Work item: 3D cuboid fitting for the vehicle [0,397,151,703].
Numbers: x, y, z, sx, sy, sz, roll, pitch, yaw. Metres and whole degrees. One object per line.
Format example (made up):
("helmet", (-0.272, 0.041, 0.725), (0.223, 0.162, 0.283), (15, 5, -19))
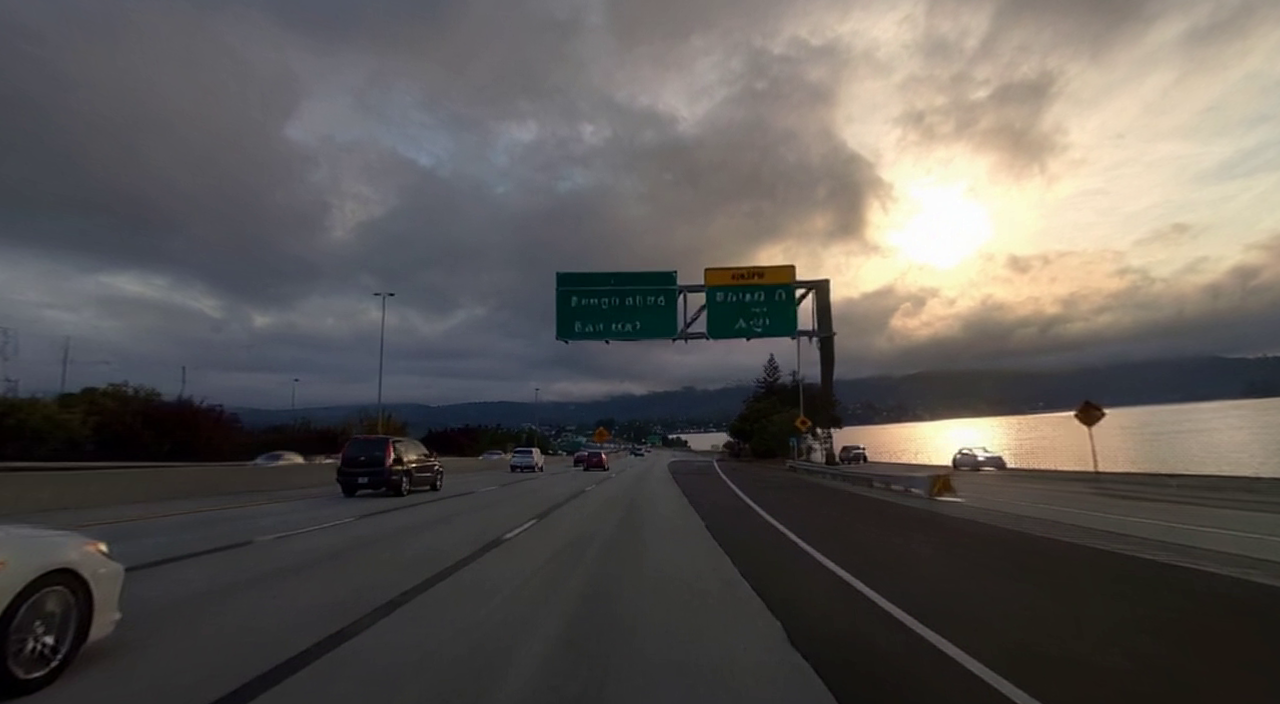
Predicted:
("vehicle", (-3.983, 0.764, 1.433), (2.027, 1.547, 4.511), (0, -9, 1))

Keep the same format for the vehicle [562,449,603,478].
("vehicle", (-3.621, 7.131, 40.626), (2.132, 1.708, 4.571), (0, -9, 1))

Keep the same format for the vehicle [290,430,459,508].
("vehicle", (-7.336, 3.292, 18.314), (2.250, 1.870, 5.647), (0, -9, 2))

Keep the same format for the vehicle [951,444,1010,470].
("vehicle", (22.781, 7.001, 42.334), (1.883, 1.596, 5.181), (-1, -9, 10))

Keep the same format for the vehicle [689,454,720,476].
("vehicle", (4.759, 8.384, 46.985), (2.153, 1.510, 4.646), (0, -9, 4))
